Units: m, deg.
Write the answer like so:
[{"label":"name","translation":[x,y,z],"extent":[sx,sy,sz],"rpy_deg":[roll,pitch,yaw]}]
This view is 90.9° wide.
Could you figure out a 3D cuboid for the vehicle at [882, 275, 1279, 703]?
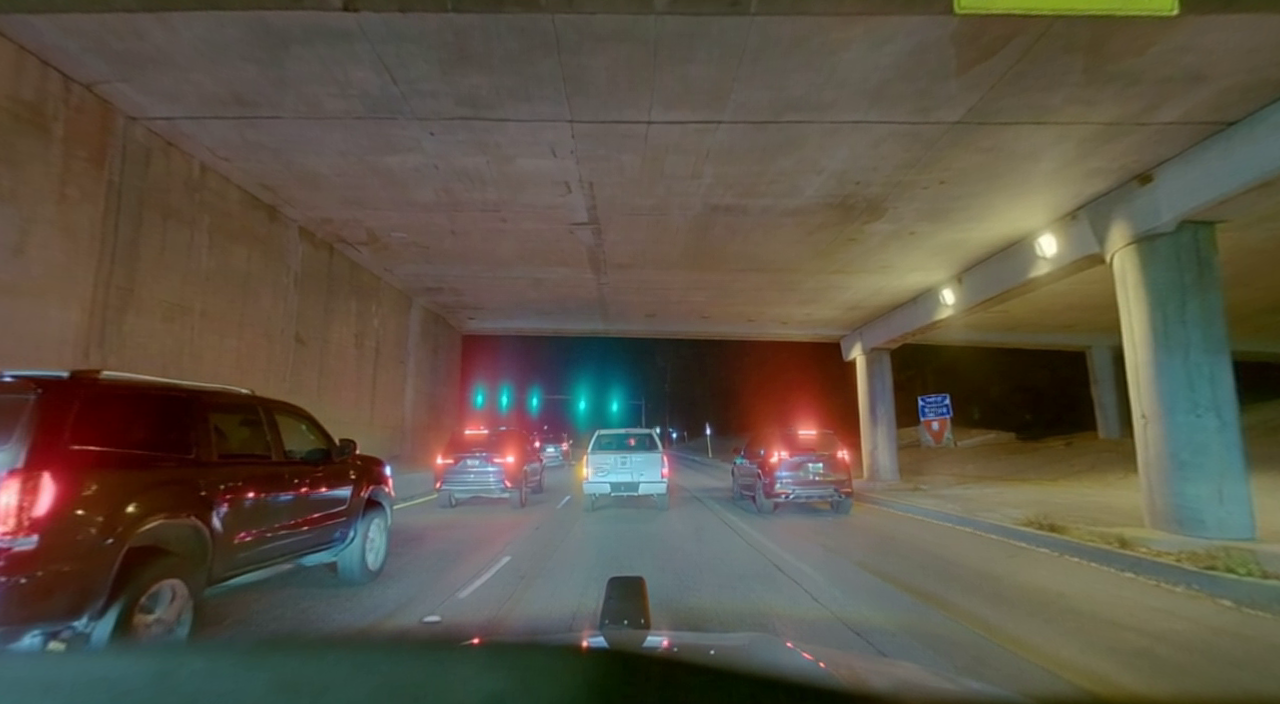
[{"label":"vehicle","translation":[3.702,0.937,4.048],"extent":[2.401,1.968,4.841],"rpy_deg":[0,-8,1]}]

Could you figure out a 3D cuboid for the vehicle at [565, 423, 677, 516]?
[{"label":"vehicle","translation":[-0.399,2.507,13.876],"extent":[2.097,1.748,3.794],"rpy_deg":[0,-8,-1]}]

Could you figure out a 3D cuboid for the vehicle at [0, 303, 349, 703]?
[{"label":"vehicle","translation":[-3.432,0.796,2.771],"extent":[2.074,1.814,4.596],"rpy_deg":[0,-8,0]}]

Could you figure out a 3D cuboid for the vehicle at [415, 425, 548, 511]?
[{"label":"vehicle","translation":[-3.496,2.641,14.774],"extent":[2.127,1.720,4.064],"rpy_deg":[0,-8,-1]}]

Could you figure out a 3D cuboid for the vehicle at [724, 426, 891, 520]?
[{"label":"vehicle","translation":[3.430,2.620,14.307],"extent":[2.234,1.720,5.378],"rpy_deg":[0,-8,-1]}]
